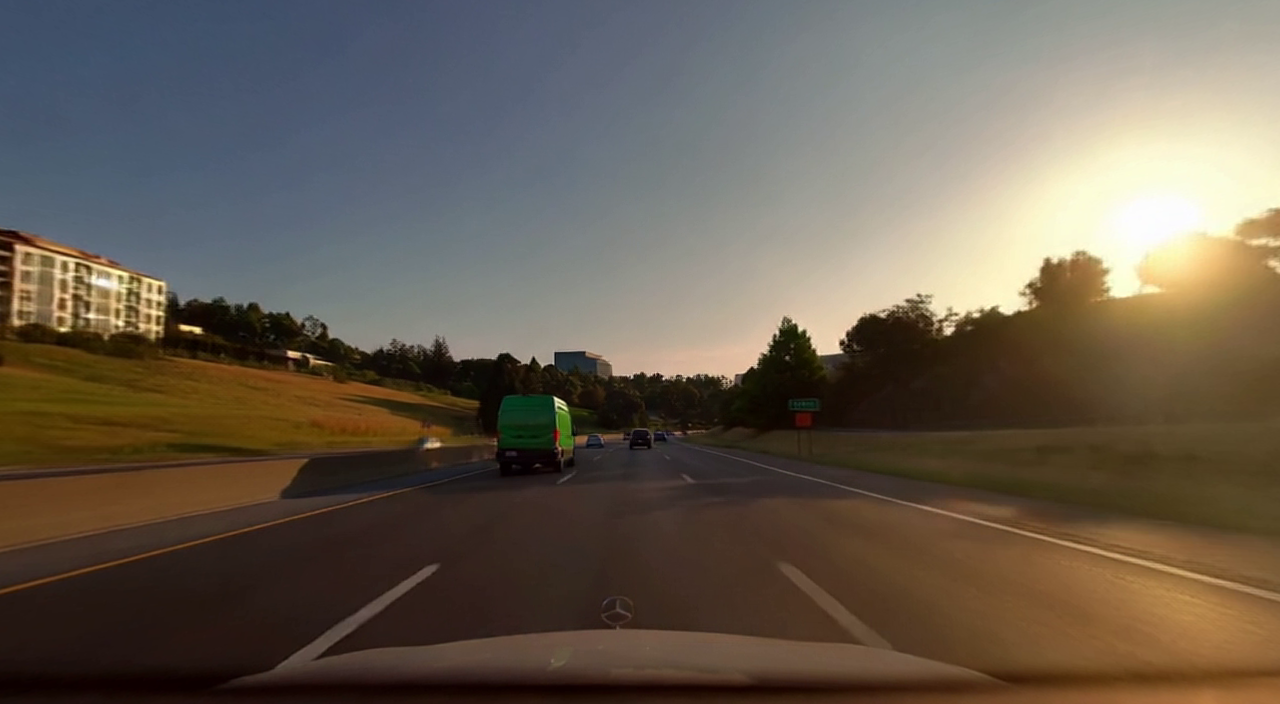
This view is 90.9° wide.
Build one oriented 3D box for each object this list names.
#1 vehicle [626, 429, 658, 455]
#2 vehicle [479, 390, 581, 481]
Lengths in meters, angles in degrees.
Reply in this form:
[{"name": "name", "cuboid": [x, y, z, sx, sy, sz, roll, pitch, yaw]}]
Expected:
[{"name": "vehicle", "cuboid": [0.092, 6.225, 43.635, 2.104, 1.646, 4.176, 0, -8, -1]}, {"name": "vehicle", "cuboid": [-3.433, 2.784, 21.010, 2.424, 2.577, 5.828, 0, -8, -1]}]
